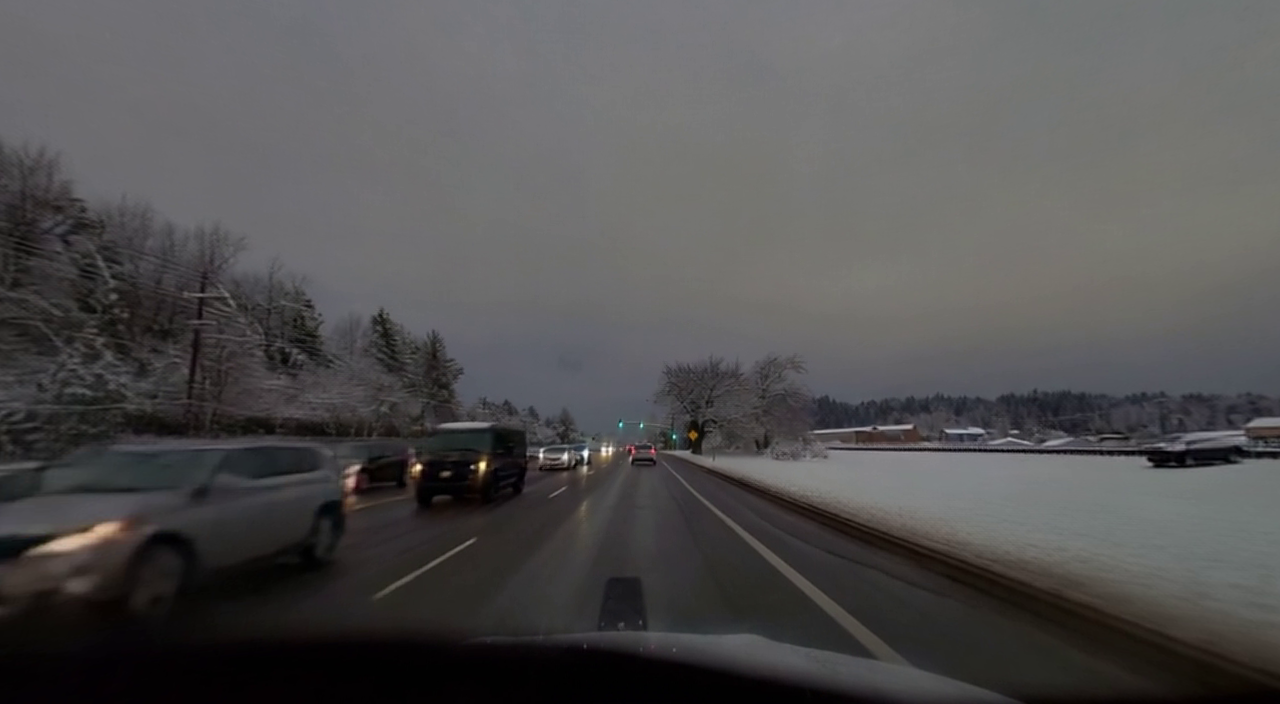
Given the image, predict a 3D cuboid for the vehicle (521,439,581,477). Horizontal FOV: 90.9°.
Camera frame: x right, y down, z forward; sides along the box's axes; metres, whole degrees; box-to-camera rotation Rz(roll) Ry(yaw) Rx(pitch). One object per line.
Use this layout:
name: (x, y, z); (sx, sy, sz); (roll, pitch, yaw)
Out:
vehicle: (-3.736, 4.521, 27.199); (1.952, 1.471, 4.334); (0, -8, 1)

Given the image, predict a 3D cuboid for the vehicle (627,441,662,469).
vehicle: (0.268, 5.774, 35.609); (1.875, 1.453, 3.888); (0, -8, 0)

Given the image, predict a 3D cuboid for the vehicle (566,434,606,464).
vehicle: (-3.510, 6.449, 42.024); (2.242, 1.852, 5.201); (0, -8, 0)

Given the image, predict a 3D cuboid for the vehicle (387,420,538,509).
vehicle: (-3.944, 2.589, 15.061); (2.130, 1.749, 4.904); (0, -8, 1)

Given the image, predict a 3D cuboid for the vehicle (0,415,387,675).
vehicle: (-4.266, 1.408, 5.804); (1.975, 1.447, 4.356); (0, -8, 1)

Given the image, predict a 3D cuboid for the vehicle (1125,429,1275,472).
vehicle: (27.309, 4.806, 30.909); (5.193, 1.955, 2.249); (-1, -7, -1)
